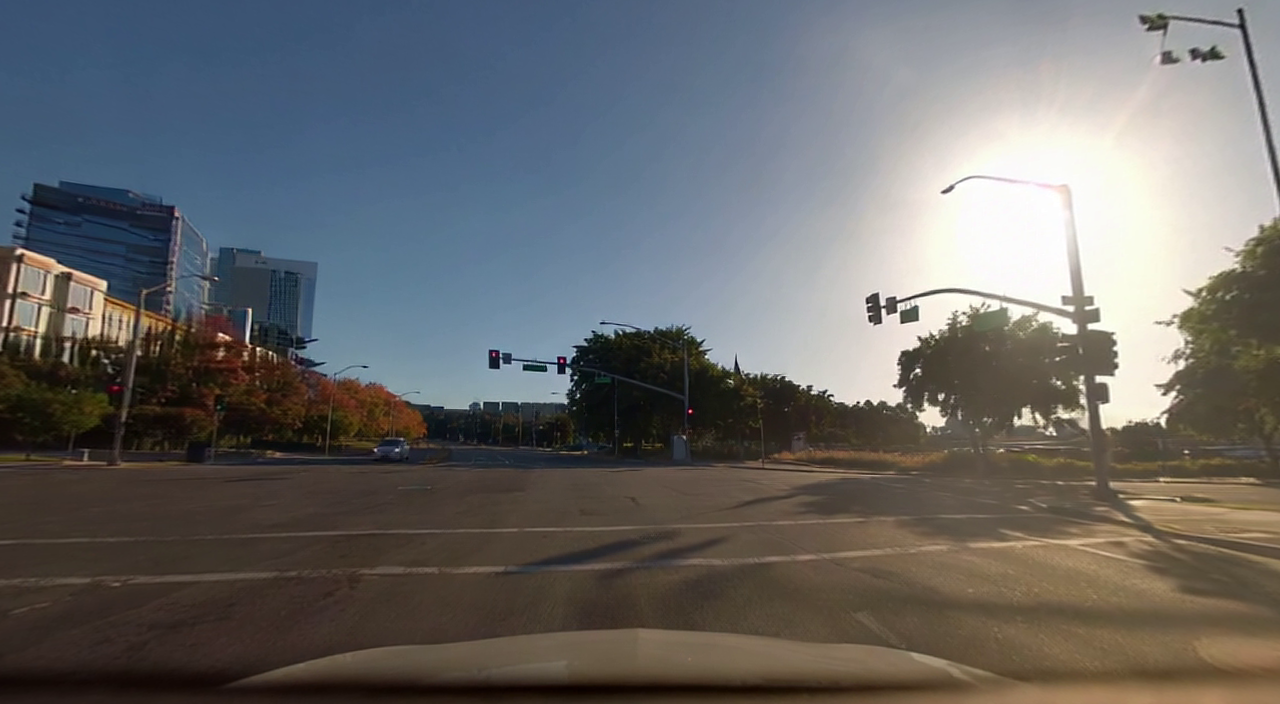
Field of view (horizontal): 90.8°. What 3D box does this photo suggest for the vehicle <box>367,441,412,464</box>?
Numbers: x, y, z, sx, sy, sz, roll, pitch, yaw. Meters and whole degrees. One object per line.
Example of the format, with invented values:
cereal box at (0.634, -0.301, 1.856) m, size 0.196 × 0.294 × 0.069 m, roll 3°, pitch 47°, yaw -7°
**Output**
vehicle at (-17.157, 6.875, 43.511) m, size 1.969 × 1.464 × 4.485 m, roll 1°, pitch -9°, yaw -10°
